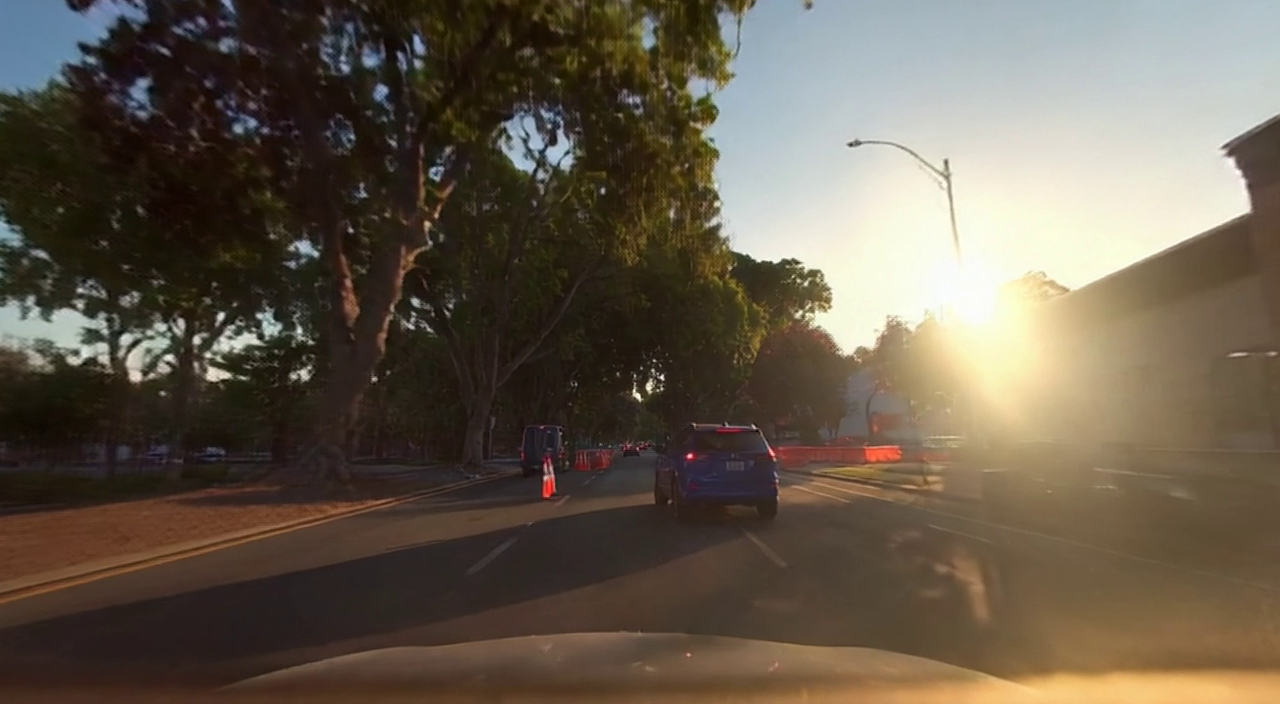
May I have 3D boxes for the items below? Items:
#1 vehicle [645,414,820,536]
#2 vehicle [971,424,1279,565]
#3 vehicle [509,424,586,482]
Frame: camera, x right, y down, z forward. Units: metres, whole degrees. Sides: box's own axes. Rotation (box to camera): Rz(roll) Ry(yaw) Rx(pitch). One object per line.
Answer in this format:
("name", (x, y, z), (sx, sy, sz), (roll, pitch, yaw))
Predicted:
("vehicle", (1.357, 2.075, 11.259), (2.168, 1.725, 4.192), (0, -8, -5))
("vehicle", (6.836, 1.837, 8.932), (1.853, 1.483, 4.313), (0, -8, -1))
("vehicle", (-3.576, 4.070, 25.611), (2.357, 2.063, 5.488), (0, -8, -1))
